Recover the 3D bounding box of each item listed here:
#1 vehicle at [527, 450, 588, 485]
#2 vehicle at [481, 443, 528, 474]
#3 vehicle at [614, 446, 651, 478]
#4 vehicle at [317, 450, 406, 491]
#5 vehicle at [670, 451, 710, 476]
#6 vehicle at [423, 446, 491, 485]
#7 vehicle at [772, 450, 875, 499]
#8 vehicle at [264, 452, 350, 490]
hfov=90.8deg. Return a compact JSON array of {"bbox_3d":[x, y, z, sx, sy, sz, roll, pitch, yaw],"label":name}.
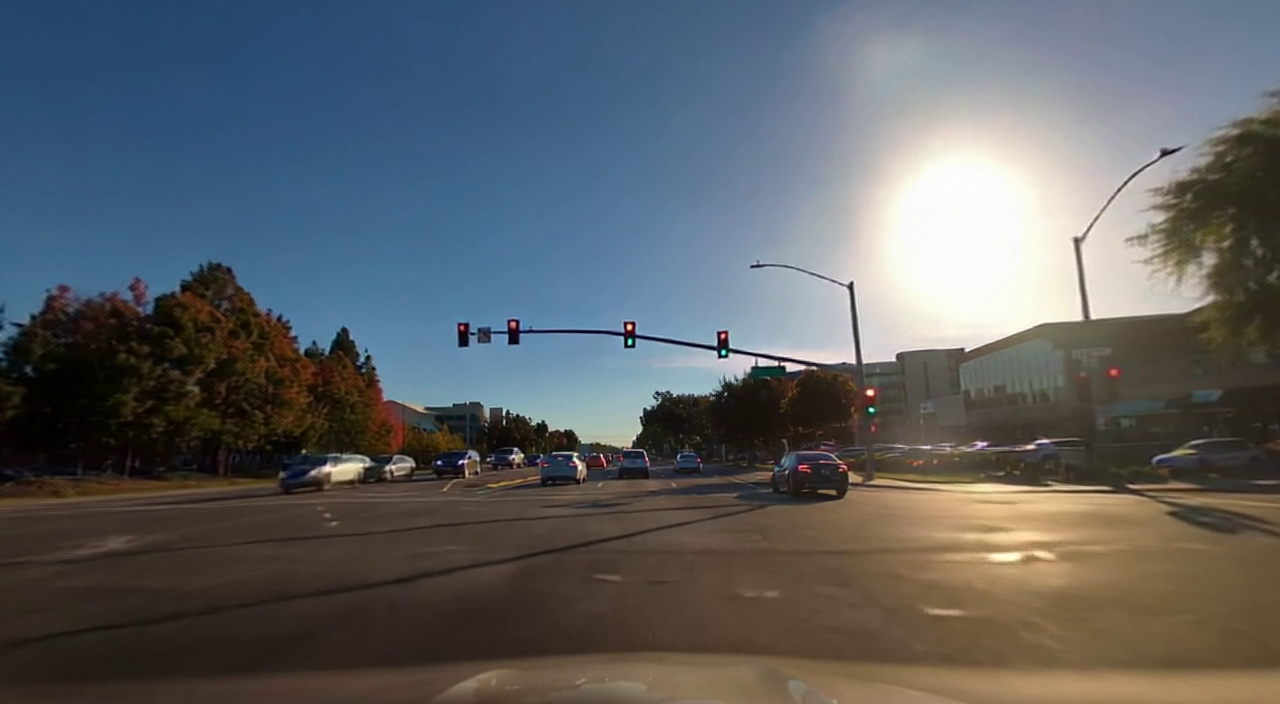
[{"bbox_3d":[-3.701,5.263,29.125,2.163,1.474,4.413,0,-8,1],"label":"vehicle"},{"bbox_3d":[-9.190,7.246,43.265,2.185,1.752,4.599,-4,-8,0],"label":"vehicle"},{"bbox_3d":[-0.375,6.282,36.306,2.008,1.716,4.125,0,-8,1],"label":"vehicle"},{"bbox_3d":[-12.167,5.182,27.940,1.975,1.450,4.561,-5,-8,-1],"label":"vehicle"},{"bbox_3d":[3.033,6.828,39.021,2.014,1.430,4.103,0,-8,-2],"label":"vehicle"},{"bbox_3d":[-8.972,5.558,31.331,1.929,1.492,4.430,-5,-7,1],"label":"vehicle"},{"bbox_3d":[6.172,4.152,21.895,2.028,1.451,4.625,0,-8,-2],"label":"vehicle"},{"bbox_3d":[-16.395,5.857,31.364,1.923,1.663,4.400,0,-8,-1],"label":"vehicle"}]
